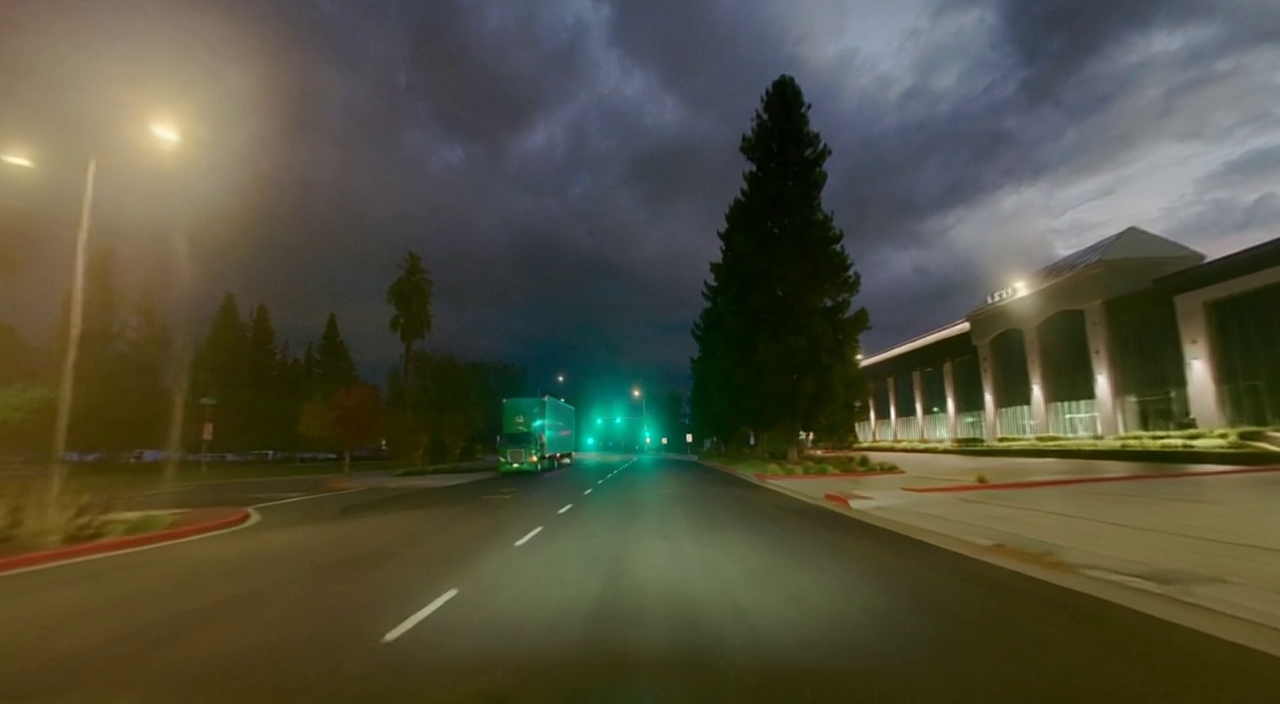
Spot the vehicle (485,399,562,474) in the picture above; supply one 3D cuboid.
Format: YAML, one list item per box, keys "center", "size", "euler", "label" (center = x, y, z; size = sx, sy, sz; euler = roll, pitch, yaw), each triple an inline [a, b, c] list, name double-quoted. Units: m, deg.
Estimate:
- center: [-6.851, 5.189, 38.378]
  size: [3.053, 4.058, 8.110]
  euler: [0, -9, 0]
  label: "vehicle"
